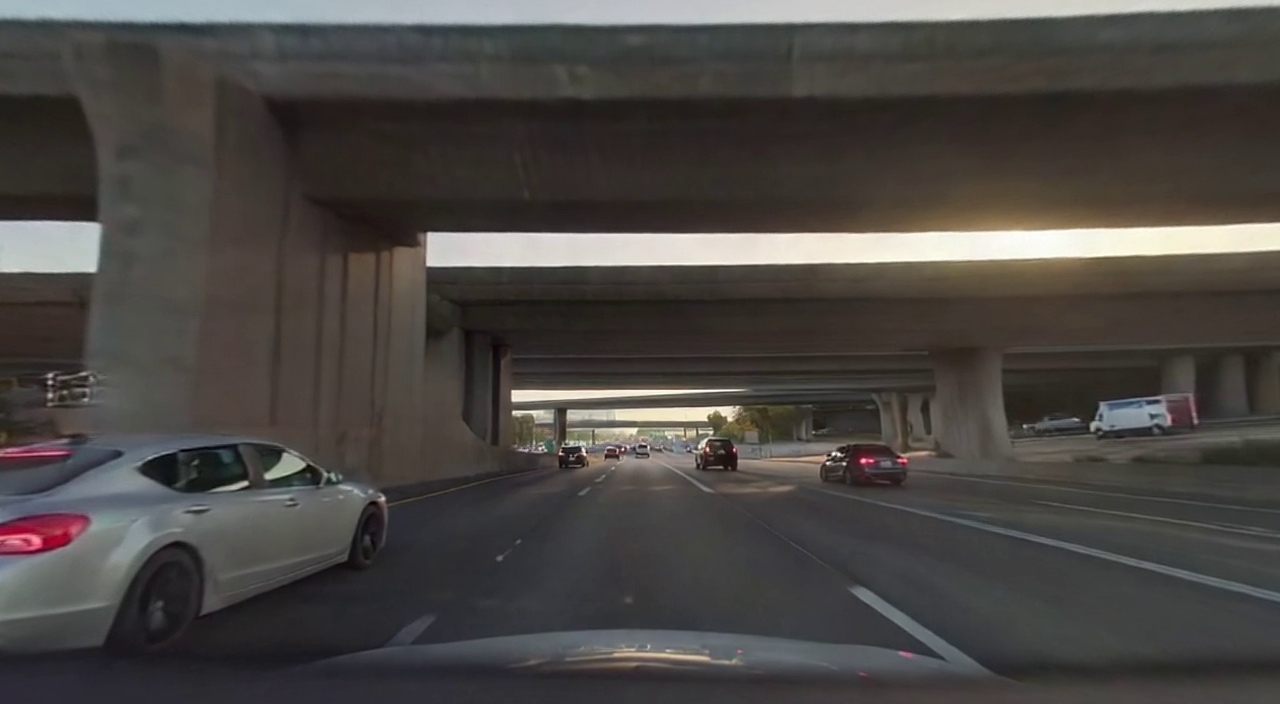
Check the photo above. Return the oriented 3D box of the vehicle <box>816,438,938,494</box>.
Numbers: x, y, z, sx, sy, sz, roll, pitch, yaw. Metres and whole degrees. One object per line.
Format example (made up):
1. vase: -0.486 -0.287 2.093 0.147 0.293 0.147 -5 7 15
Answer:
1. vehicle: 6.989 3.406 19.194 1.989 1.472 4.322 0 -9 -1

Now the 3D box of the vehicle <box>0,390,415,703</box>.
1. vehicle: -3.598 1.241 4.852 1.997 1.476 4.703 0 -9 0

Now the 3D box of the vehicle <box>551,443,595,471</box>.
1. vehicle: -3.736 5.924 35.882 2.047 1.464 4.387 0 -9 0

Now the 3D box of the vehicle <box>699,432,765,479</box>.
1. vehicle: 3.704 4.280 26.245 2.072 1.761 4.242 0 -9 0
